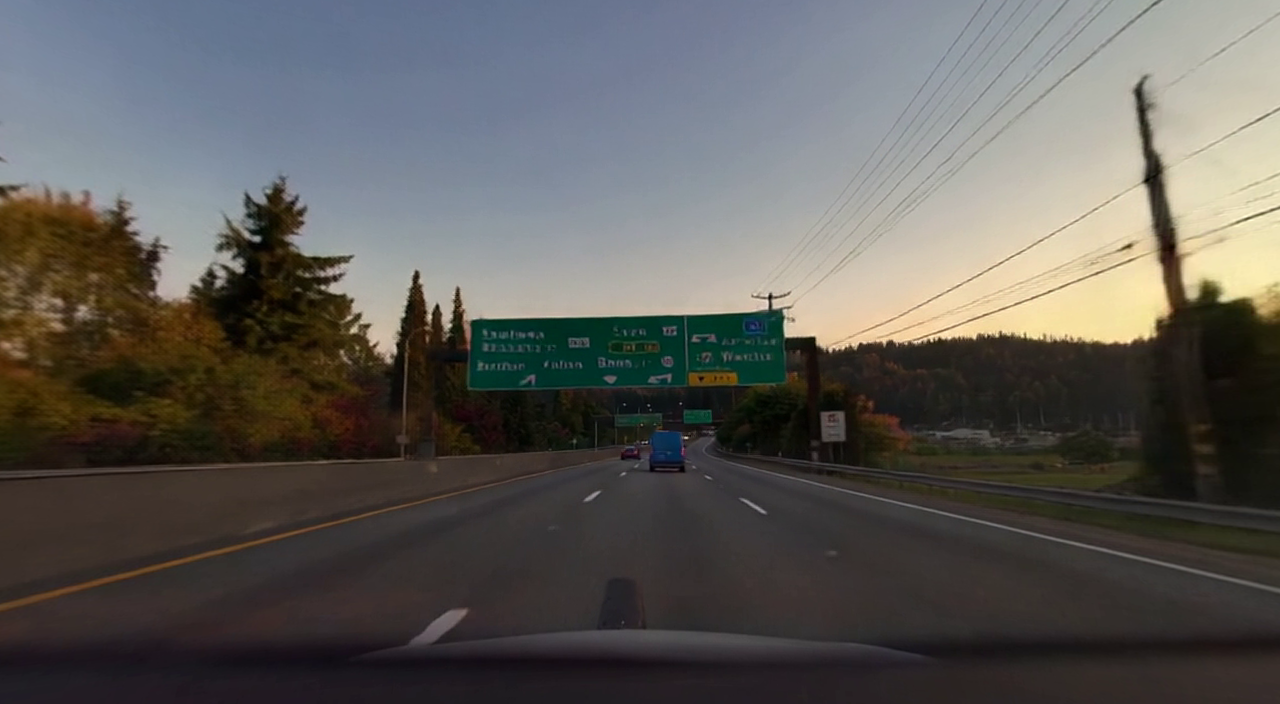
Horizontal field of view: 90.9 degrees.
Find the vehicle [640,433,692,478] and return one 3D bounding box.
[{"bbox_3d":[1.211,4.936,30.141,2.261,1.969,5.104,0,-9,2],"label":"vehicle"}]
